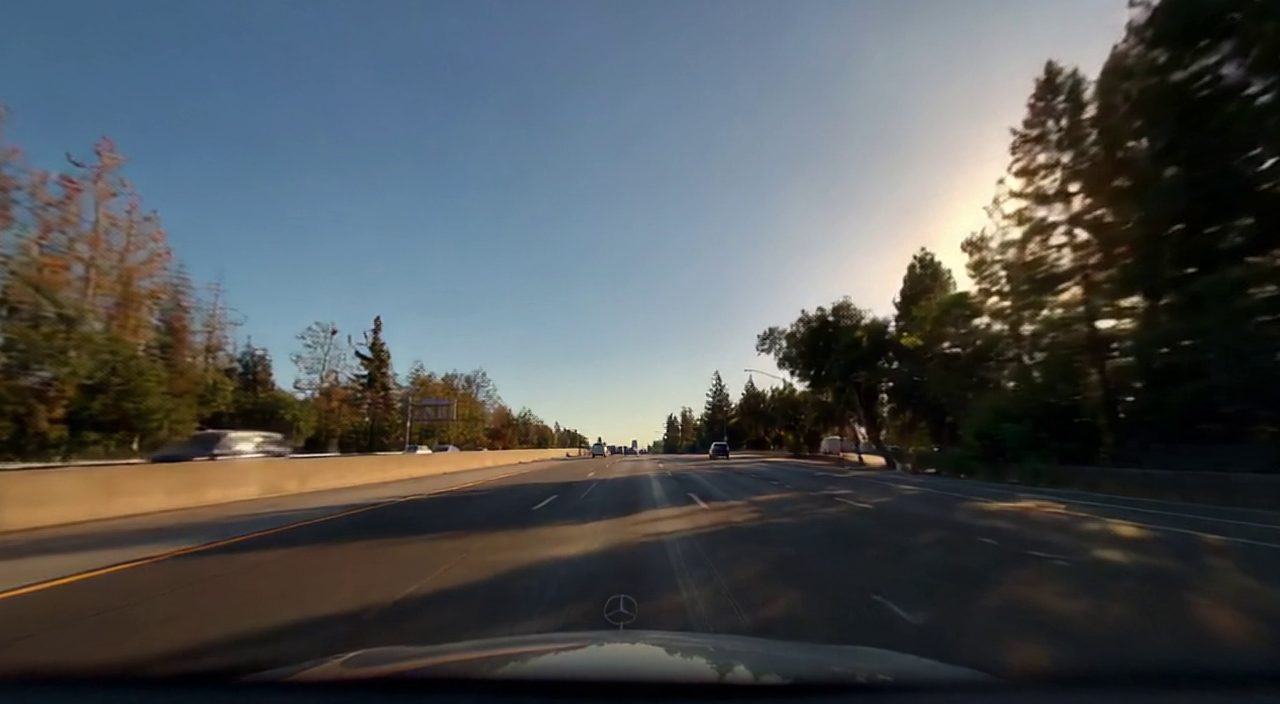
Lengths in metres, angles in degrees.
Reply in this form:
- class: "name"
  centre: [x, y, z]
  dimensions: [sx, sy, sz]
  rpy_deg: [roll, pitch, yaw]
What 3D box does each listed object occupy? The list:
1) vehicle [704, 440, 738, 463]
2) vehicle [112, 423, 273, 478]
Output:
- class: "vehicle"
  centre: [6.252, 7.767, 49.227]
  dimensions: [2.081, 1.705, 3.926]
  rpy_deg: [0, -9, -1]
- class: "vehicle"
  centre: [-14.769, 3.303, 21.256]
  dimensions: [2.004, 1.621, 4.599]
  rpy_deg: [0, -9, 0]
